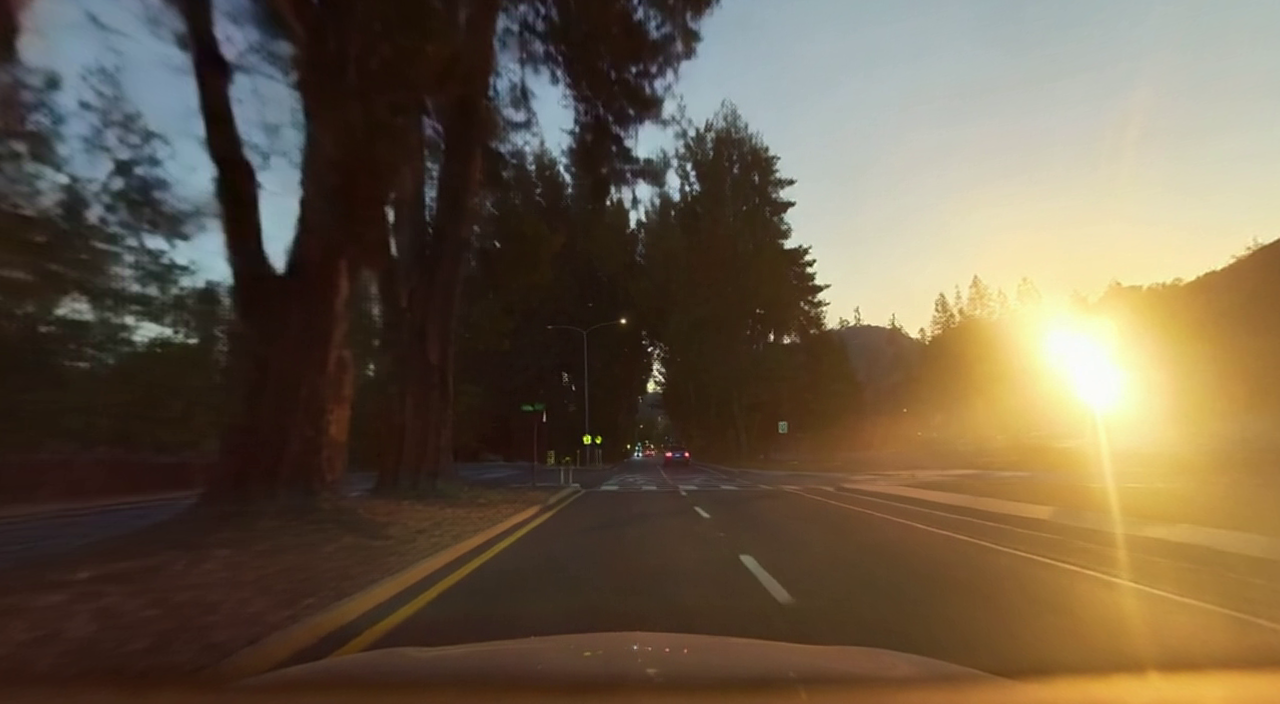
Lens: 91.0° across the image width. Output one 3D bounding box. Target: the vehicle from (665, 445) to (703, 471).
[{"bbox_3d":[2.802,6.831,40.724,2.044,1.537,4.528,0,-9,-1],"label":"vehicle"}]
